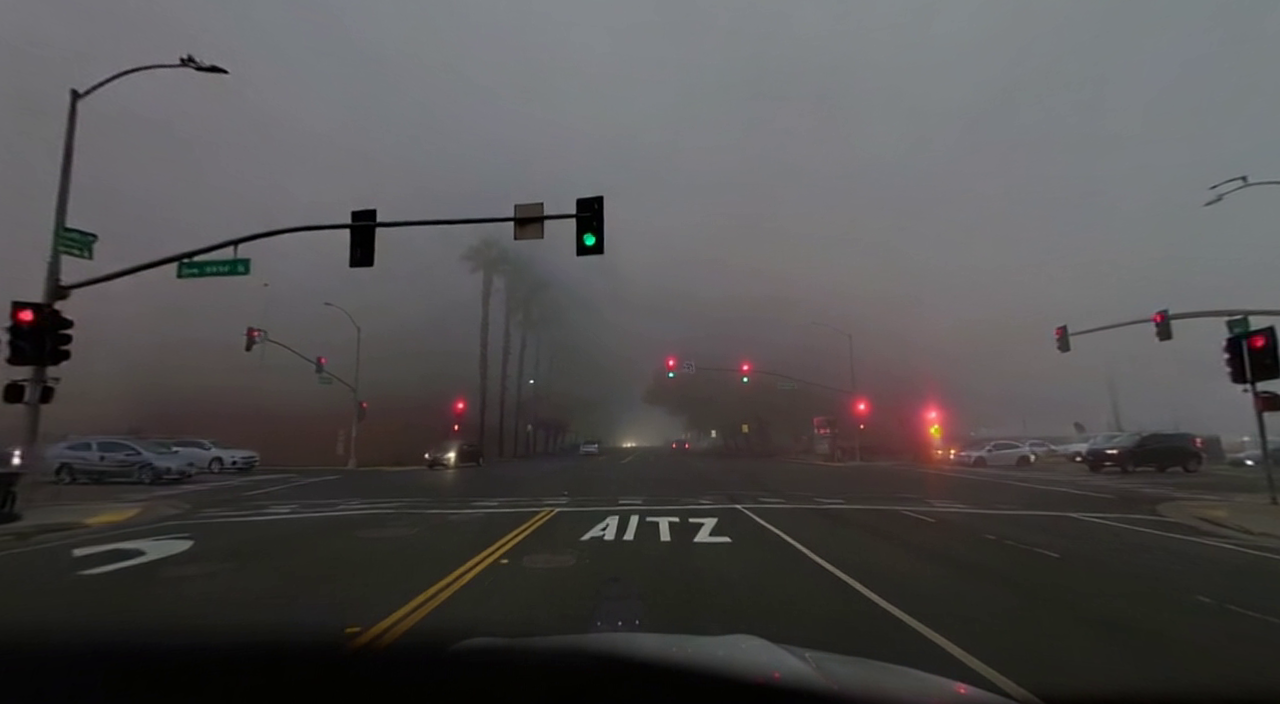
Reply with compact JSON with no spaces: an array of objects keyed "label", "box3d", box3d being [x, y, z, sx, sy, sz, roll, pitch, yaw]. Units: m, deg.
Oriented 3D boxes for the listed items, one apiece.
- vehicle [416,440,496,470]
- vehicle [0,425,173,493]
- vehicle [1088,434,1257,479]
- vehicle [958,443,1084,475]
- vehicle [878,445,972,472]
[{"label":"vehicle","box3d":[-11.340,6.380,39.132,2.045,1.699,4.563,-5,-10,31]},{"label":"vehicle","box3d":[-18.507,3.427,20.327,4.901,2.064,2.296,0,-8,0]},{"label":"vehicle","box3d":[23.369,4.580,27.762,5.509,1.873,2.123,0,-9,-1]},{"label":"vehicle","box3d":[18.886,5.312,31.372,4.977,1.508,1.948,0,-9,0]},{"label":"vehicle","box3d":[16.150,6.039,35.828,4.451,1.494,1.857,-1,-9,7]}]
